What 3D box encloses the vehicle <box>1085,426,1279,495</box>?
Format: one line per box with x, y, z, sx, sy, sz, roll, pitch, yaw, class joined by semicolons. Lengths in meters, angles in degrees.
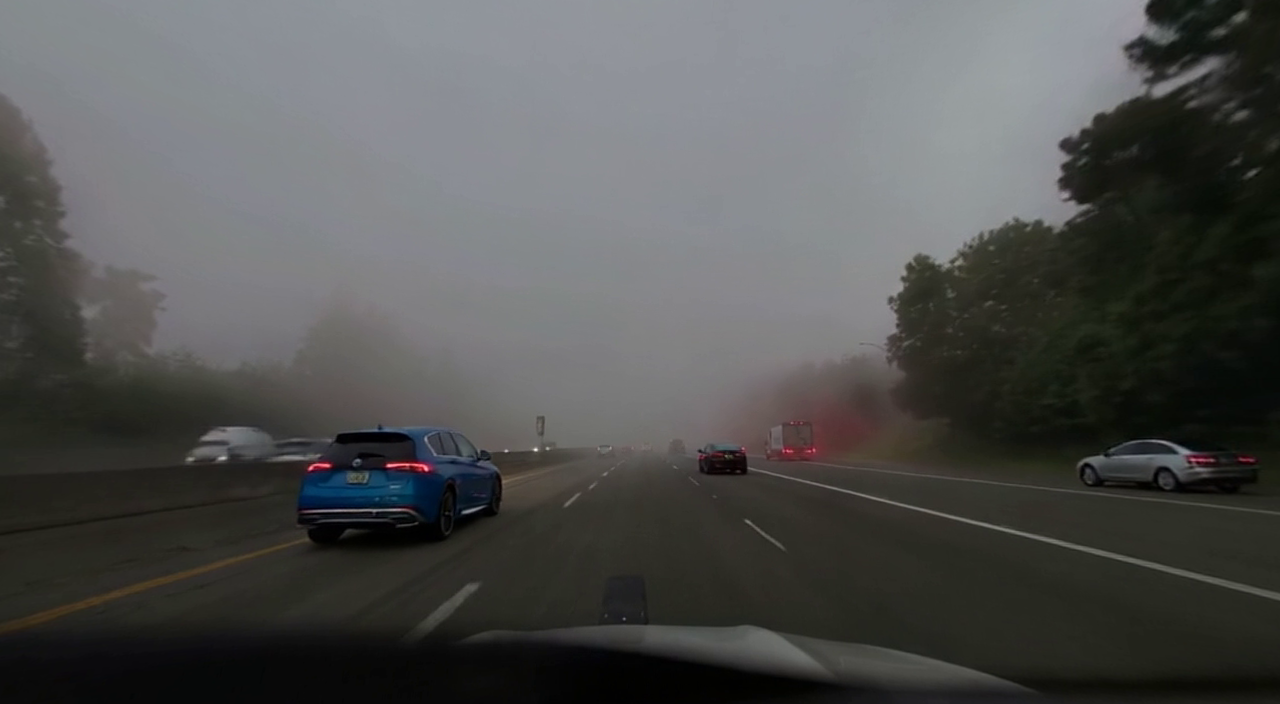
18.467;3.632;21.491;2.221;1.995;5.803;0;-9;-2;vehicle

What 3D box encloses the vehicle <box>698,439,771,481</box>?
3.609;4.231;24.972;2.080;1.493;4.674;0;-9;-1;vehicle

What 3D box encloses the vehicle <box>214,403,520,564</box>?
-3.528;1.845;9.659;2.218;1.764;5.229;0;-9;2;vehicle

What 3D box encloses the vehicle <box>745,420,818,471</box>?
7.741;5.193;35.092;2.729;2.628;4.875;0;-9;-2;vehicle
